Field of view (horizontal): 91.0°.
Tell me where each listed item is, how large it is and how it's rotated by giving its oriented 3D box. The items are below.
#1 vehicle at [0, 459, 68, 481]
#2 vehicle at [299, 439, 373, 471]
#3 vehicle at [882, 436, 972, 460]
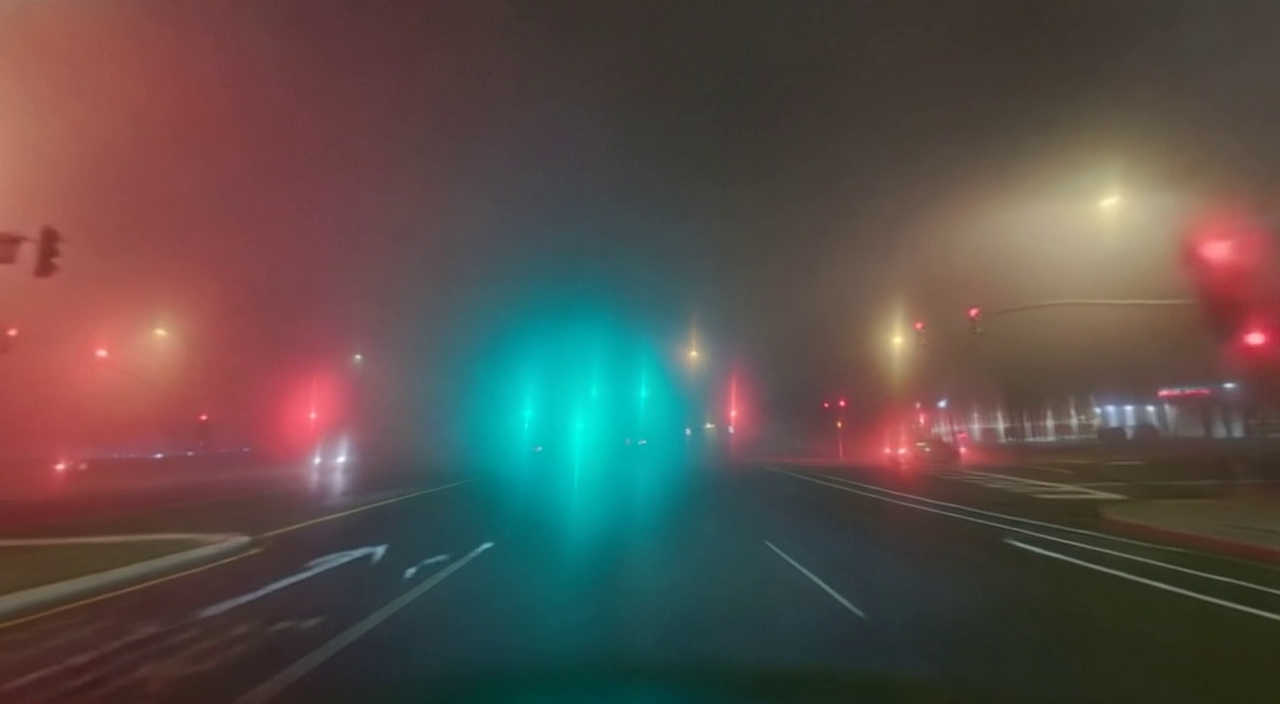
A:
[{"bbox_3d":[-42.787,8.166,43.563,4.447,1.431,1.844,0,-8,-1],"label":"vehicle"},{"bbox_3d":[-19.097,6.479,39.862,2.010,1.833,5.365,-1,-8,0],"label":"vehicle"},{"bbox_3d":[17.687,5.928,38.935,4.583,1.426,1.892,0,-8,-2],"label":"vehicle"}]
